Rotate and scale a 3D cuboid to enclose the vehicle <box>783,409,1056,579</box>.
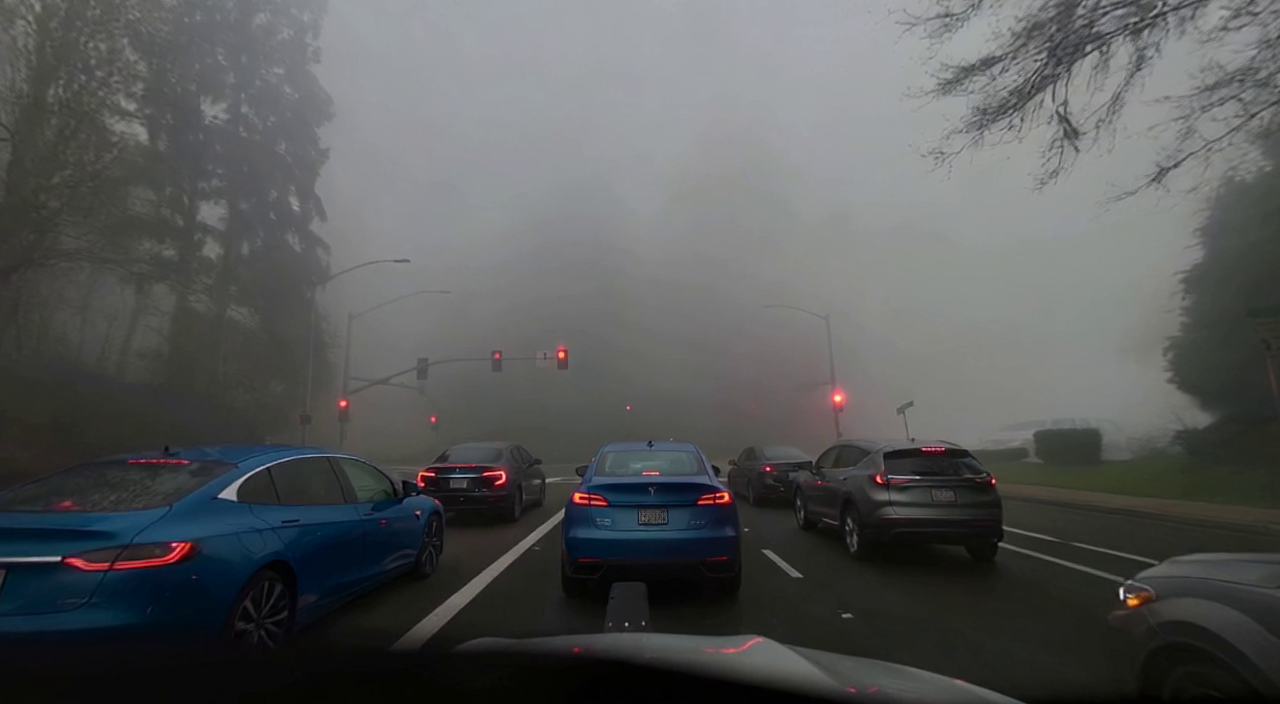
[{"bbox_3d":[3.418,1.804,8.736,1.938,1.732,4.006,2,-9,0],"label":"vehicle"}]

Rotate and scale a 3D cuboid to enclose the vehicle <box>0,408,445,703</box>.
[{"bbox_3d":[-3.081,1.271,4.404,2.015,1.478,4.407,0,-8,0],"label":"vehicle"}]

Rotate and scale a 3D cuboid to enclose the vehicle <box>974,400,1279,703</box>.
[{"bbox_3d":[3.314,0.897,2.007,1.951,1.522,4.614,0,-9,0],"label":"vehicle"}]

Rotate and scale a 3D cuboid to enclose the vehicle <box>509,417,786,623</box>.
[{"bbox_3d":[0.024,1.614,7.061,2.144,1.563,4.218,0,-8,-1],"label":"vehicle"}]
